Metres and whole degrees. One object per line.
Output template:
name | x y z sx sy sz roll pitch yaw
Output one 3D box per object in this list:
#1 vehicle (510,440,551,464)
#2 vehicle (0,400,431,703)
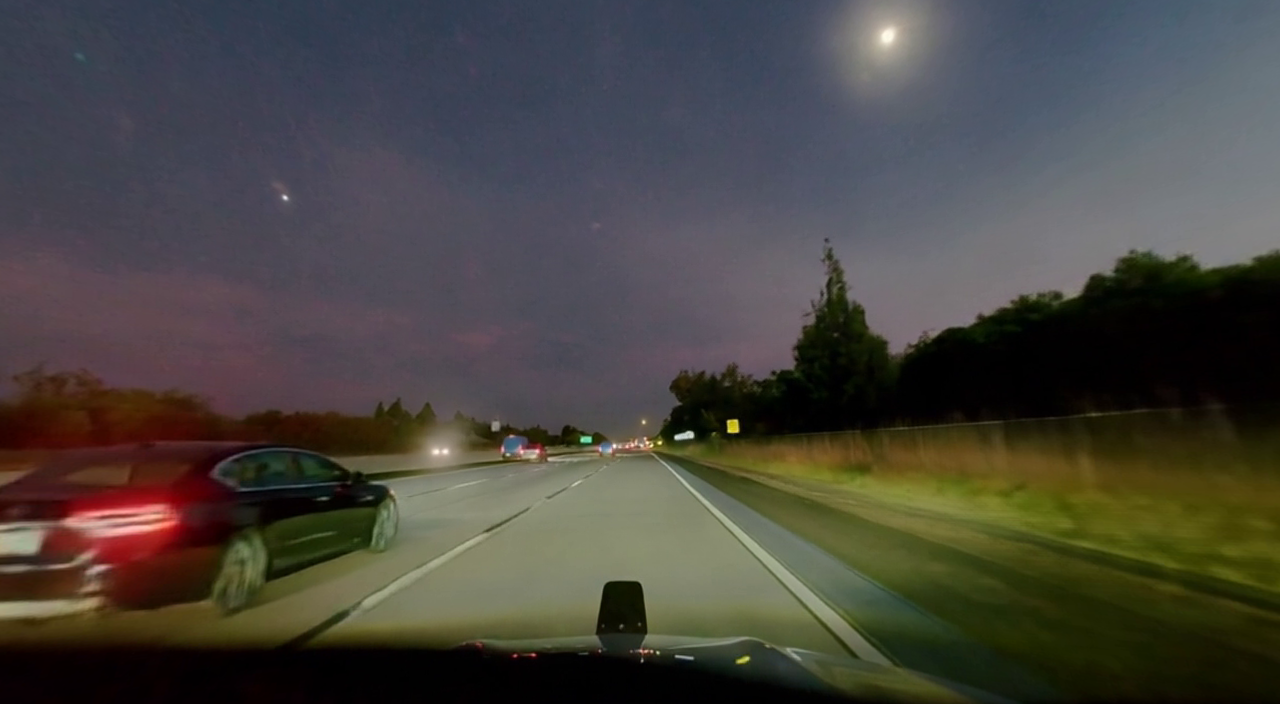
vehicle | -7.506 6.876 43.523 2.014 1.598 4.015 0 -8 1
vehicle | -3.526 1.292 4.829 2.081 1.514 4.943 0 -8 1
